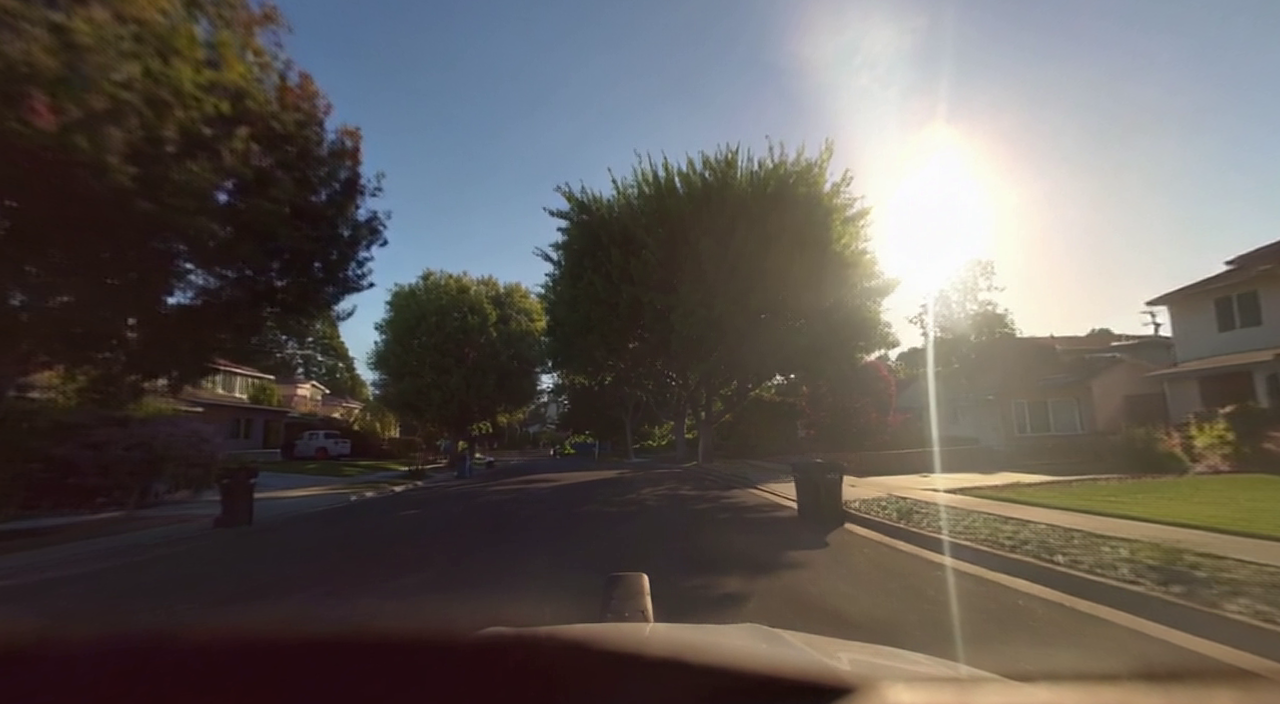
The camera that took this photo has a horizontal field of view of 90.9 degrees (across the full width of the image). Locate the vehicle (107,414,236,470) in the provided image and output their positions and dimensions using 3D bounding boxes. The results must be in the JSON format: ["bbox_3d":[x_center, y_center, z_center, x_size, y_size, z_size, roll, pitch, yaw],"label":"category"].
[{"bbox_3d":[-17.845,3.474,24.327,2.276,1.948,4.164,2,-9,-11],"label":"vehicle"}]

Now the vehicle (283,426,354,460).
[{"bbox_3d":[-19.903,5.676,39.271,2.407,1.912,5.091,1,-9,-9],"label":"vehicle"}]
